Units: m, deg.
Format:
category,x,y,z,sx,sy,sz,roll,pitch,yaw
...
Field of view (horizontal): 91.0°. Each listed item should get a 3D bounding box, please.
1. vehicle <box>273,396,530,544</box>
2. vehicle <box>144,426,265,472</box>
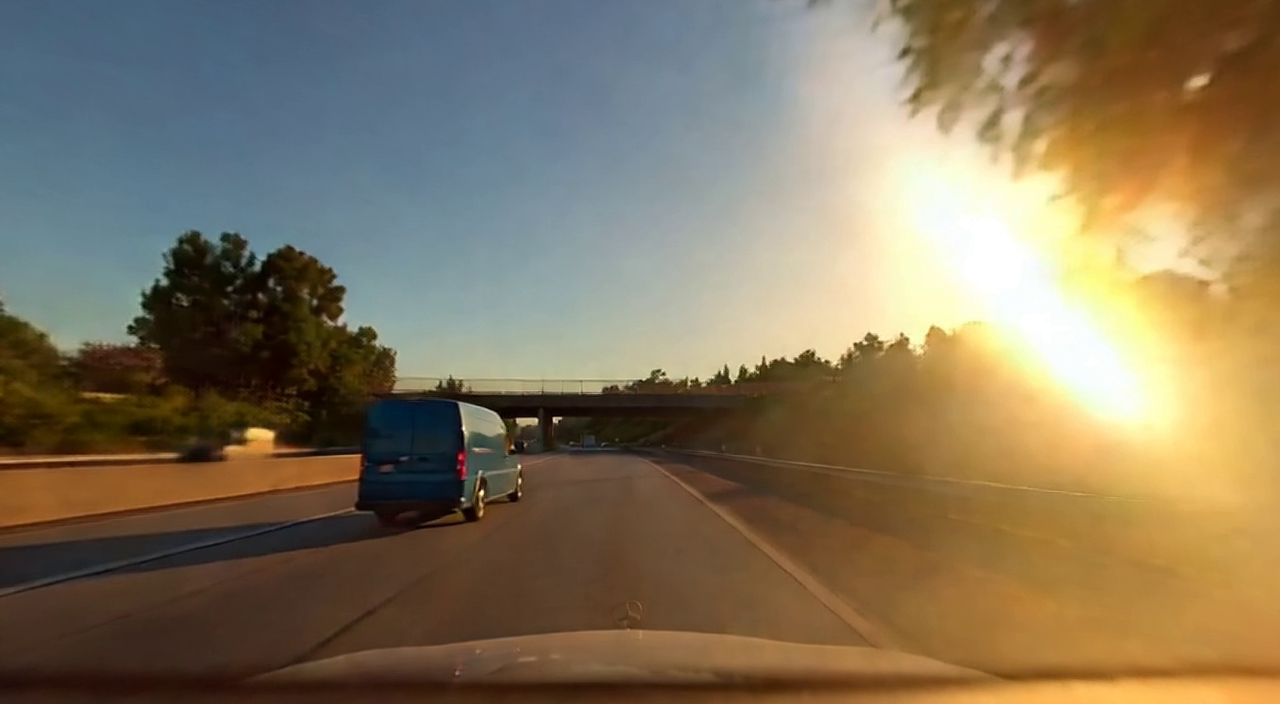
category,x,y,z,sx,sy,sz,roll,pitch,yaw
vehicle,-3.507,1.882,10.683,2.372,1.891,5.061,0,-8,0
vehicle,-20.867,4.682,30.517,2.128,2.021,5.330,0,-8,-1
